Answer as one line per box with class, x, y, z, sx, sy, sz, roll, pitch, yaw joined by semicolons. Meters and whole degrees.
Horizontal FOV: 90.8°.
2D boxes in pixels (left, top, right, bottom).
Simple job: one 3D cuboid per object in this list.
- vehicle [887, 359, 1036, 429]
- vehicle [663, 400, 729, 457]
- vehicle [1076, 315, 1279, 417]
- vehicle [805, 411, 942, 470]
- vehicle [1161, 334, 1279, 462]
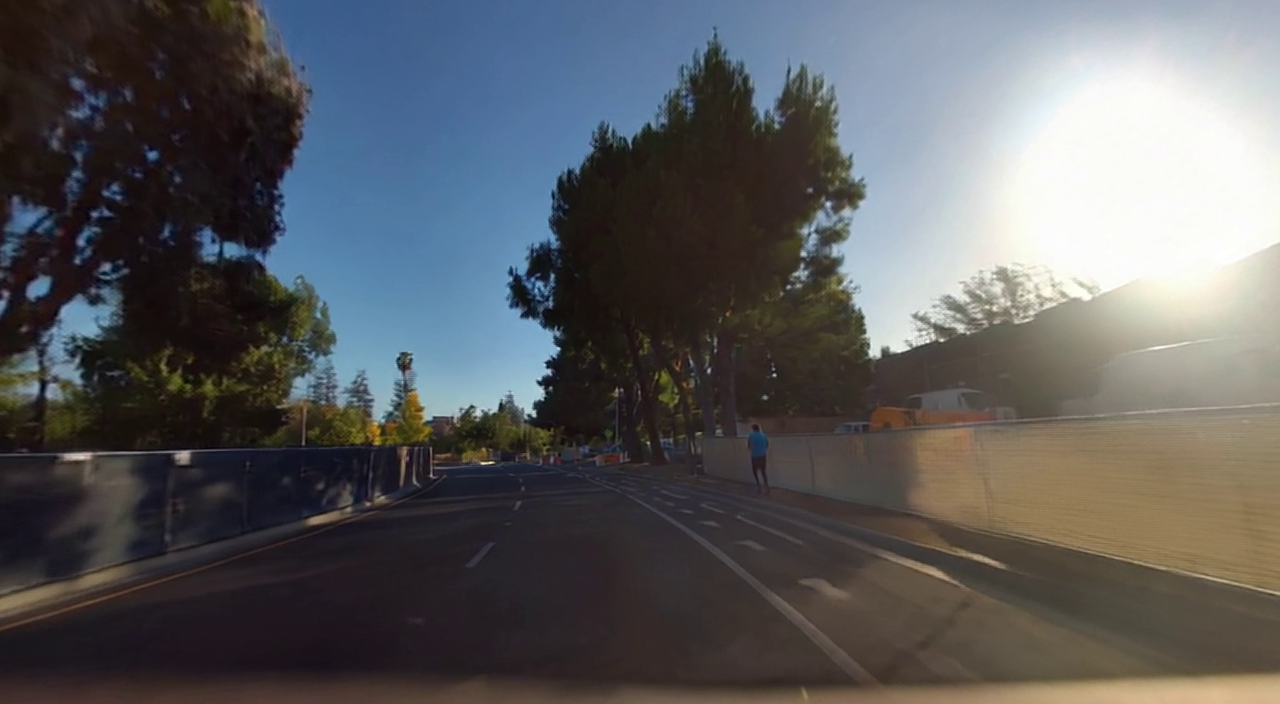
vehicle;10.691;1.472;21.069;4.180;1.880;2.028;6;-8;-17
vehicle;3.841;5.717;46.114;2.984;3.691;10.409;0;-9;-5
vehicle;11.862;0.320;13.337;3.916;1.765;1.785;-3;-9;-4
vehicle;9.693;3.678;26.302;5.021;1.930;2.119;-2;-9;-22
vehicle;9.762;0.745;8.719;3.674;1.559;1.775;3;-10;-6
